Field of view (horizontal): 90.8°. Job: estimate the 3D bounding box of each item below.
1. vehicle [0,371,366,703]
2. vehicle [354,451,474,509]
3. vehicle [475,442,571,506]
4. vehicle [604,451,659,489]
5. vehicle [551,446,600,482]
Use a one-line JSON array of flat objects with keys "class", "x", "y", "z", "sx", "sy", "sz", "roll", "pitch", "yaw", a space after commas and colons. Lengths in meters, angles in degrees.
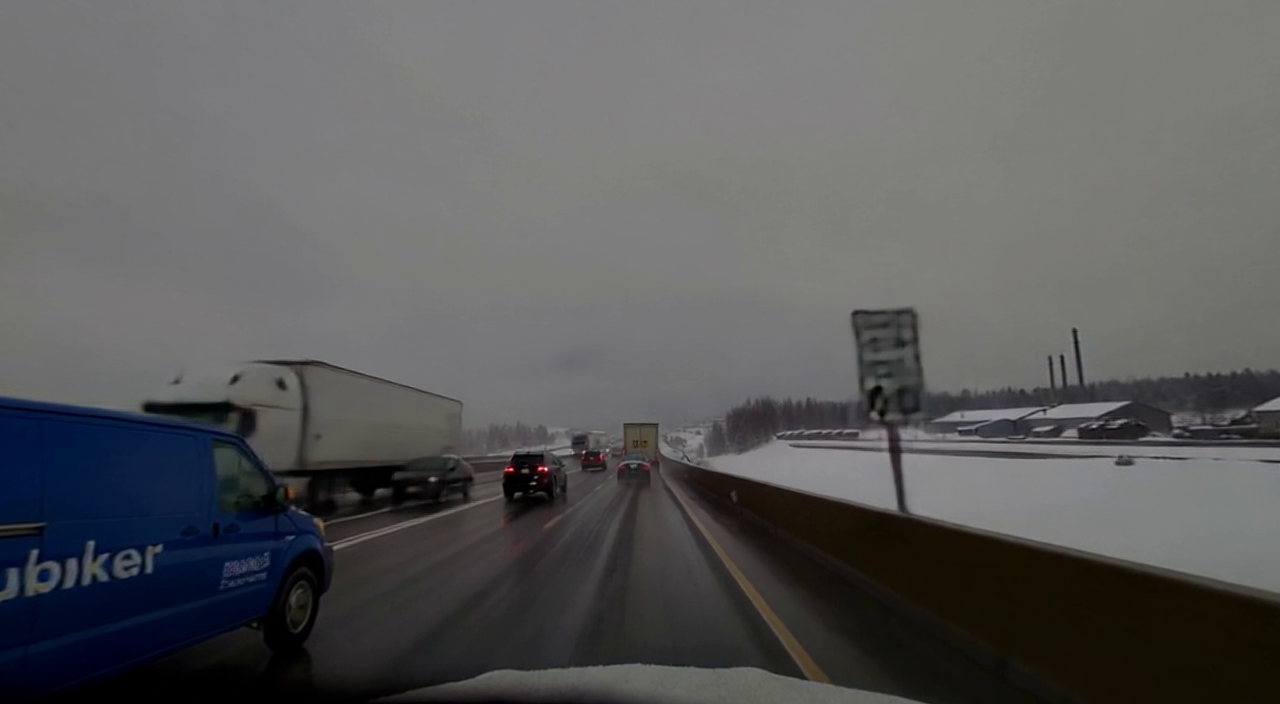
[{"class": "vehicle", "x": -3.338, "y": 1.023, "z": 2.878, "sx": 2.117, "sy": 1.688, "sz": 4.582, "roll": 0, "pitch": -9, "yaw": 0}, {"class": "vehicle", "x": -6.736, "y": 3.834, "z": 19.462, "sx": 1.932, "sy": 1.524, "sz": 4.777, "roll": 0, "pitch": -9, "yaw": 0}, {"class": "vehicle", "x": -3.198, "y": 3.427, "z": 18.153, "sx": 1.937, "sy": 1.600, "sz": 4.141, "roll": 0, "pitch": -9, "yaw": 1}, {"class": "vehicle", "x": -0.353, "y": 4.781, "z": 25.919, "sx": 2.095, "sy": 1.393, "sz": 3.908, "roll": 0, "pitch": -9, "yaw": -1}, {"class": "vehicle", "x": -3.138, "y": 5.574, "z": 31.645, "sx": 1.994, "sy": 1.663, "sz": 4.047, "roll": 0, "pitch": -9, "yaw": 1}]
